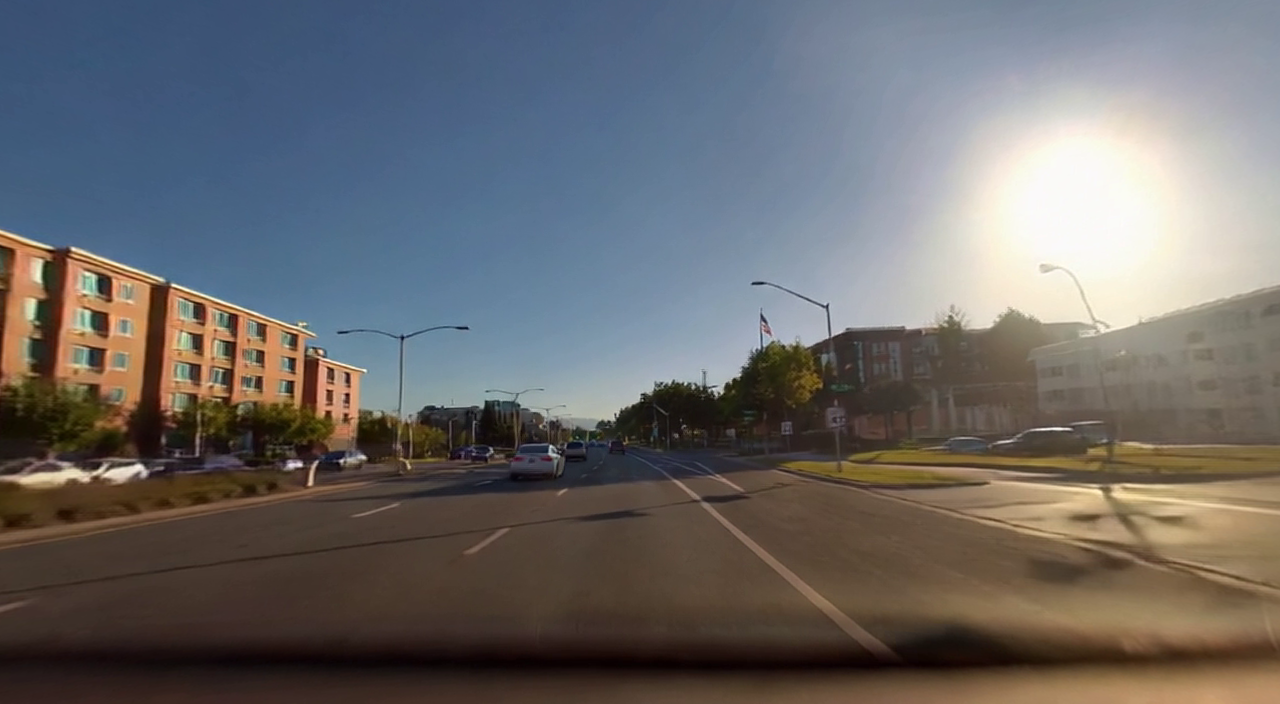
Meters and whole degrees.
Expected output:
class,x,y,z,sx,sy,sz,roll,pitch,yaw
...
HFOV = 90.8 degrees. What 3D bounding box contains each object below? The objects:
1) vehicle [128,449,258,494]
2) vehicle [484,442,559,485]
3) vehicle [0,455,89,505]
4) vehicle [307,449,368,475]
class,x,y,z,sx,sy,sz,roll,pitch,yaw
vehicle,-19.112,5.069,27.340,2.121,1.682,4.696,-1,-8,1
vehicle,-4.348,4.138,23.889,2.025,1.474,4.292,0,-8,0
vehicle,-22.931,4.632,22.917,1.891,1.625,4.366,-1,-8,1
vehicle,-22.654,8.222,47.554,2.201,1.782,4.675,0,-8,1
